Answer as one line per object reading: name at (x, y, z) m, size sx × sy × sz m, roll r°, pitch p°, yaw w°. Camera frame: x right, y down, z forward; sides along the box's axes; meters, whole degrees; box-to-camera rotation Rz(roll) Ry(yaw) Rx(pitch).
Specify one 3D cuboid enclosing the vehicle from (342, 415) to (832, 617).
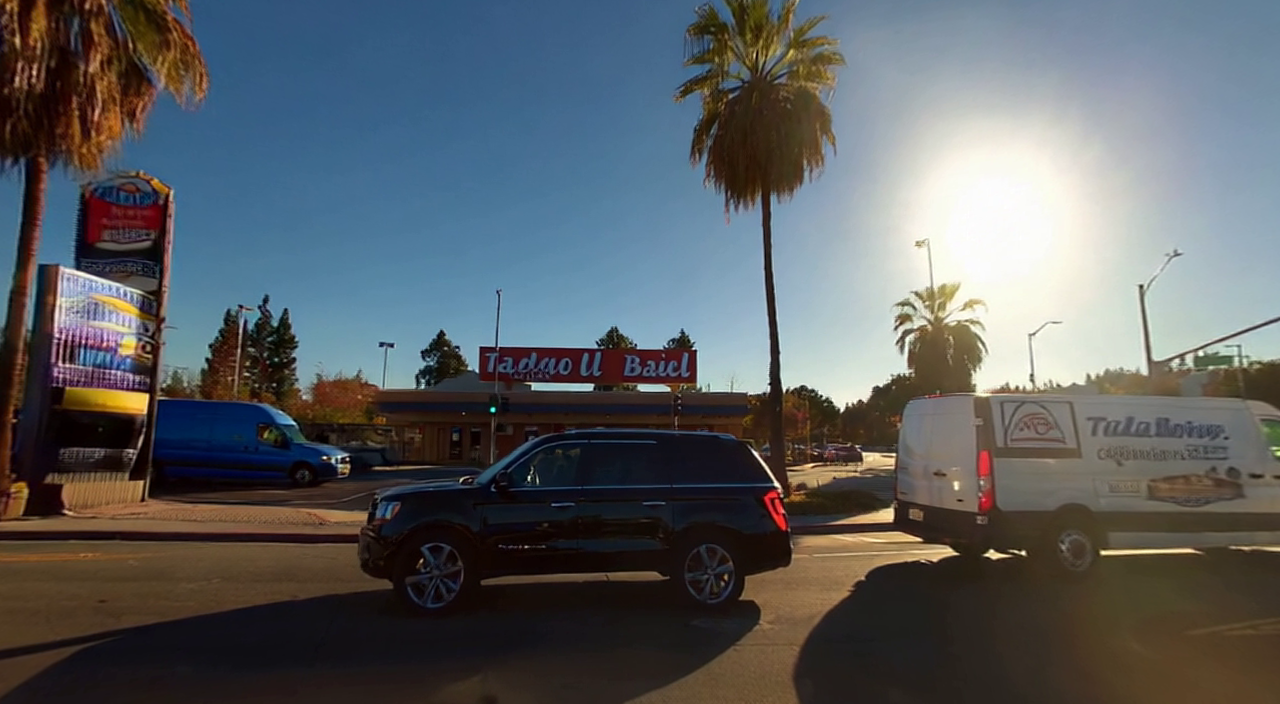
vehicle at (-0.521, 1.641, 6.962) m, size 4.493 × 1.728 × 2.137 m, roll 2°, pitch -9°, yaw -9°

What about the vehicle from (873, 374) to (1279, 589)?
vehicle at (6.570, 1.564, 8.161) m, size 6.246 × 2.202 × 2.277 m, roll 1°, pitch -9°, yaw -8°

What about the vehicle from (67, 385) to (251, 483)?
vehicle at (-21.835, 3.881, 29.462) m, size 3.034 × 3.929 × 7.699 m, roll 1°, pitch -9°, yaw -7°
